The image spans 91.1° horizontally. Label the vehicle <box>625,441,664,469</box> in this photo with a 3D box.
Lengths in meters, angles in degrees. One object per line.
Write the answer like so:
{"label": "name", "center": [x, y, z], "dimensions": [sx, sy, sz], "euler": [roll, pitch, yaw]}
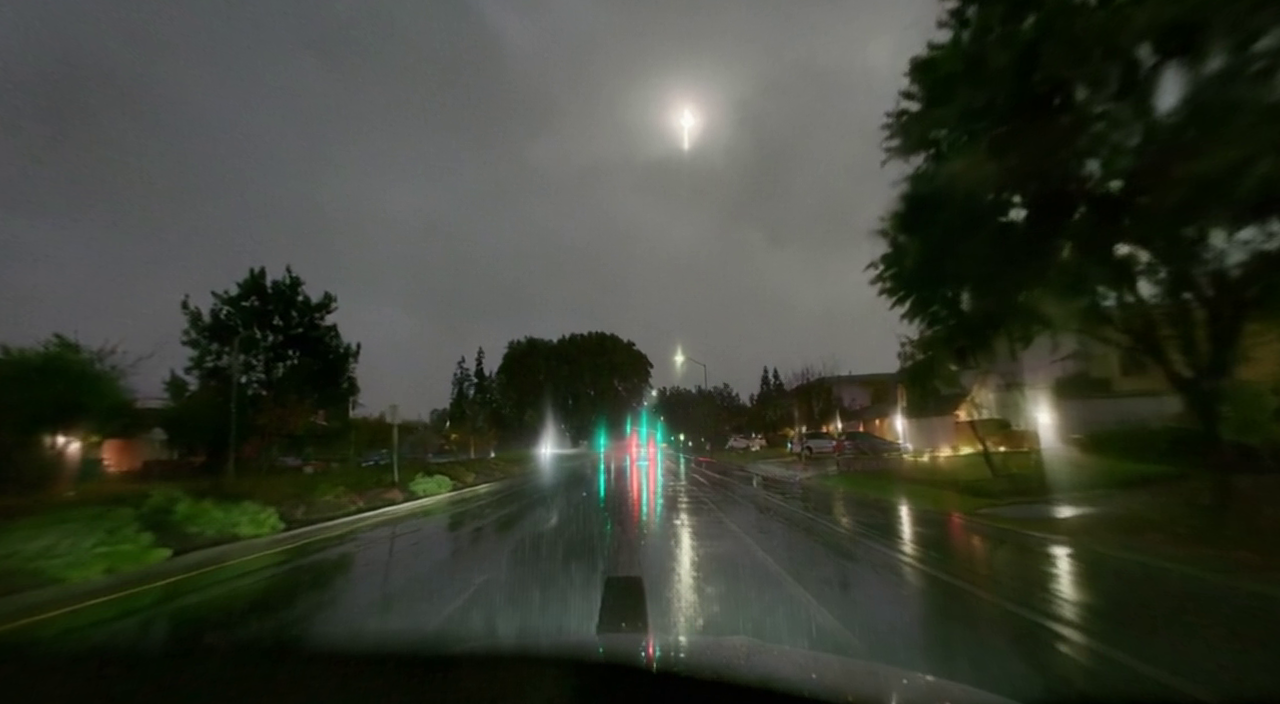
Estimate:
{"label": "vehicle", "center": [0.241, 5.787, 35.474], "dimensions": [2.054, 1.456, 4.003], "euler": [0, -8, 0]}

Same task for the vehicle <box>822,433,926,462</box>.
{"label": "vehicle", "center": [12.450, 5.115, 33.630], "dimensions": [4.787, 1.494, 1.887], "euler": [0, -8, 1]}

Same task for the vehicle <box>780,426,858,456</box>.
{"label": "vehicle", "center": [12.774, 6.412, 45.011], "dimensions": [4.923, 2.019, 1.985], "euler": [-1, -9, 2]}
